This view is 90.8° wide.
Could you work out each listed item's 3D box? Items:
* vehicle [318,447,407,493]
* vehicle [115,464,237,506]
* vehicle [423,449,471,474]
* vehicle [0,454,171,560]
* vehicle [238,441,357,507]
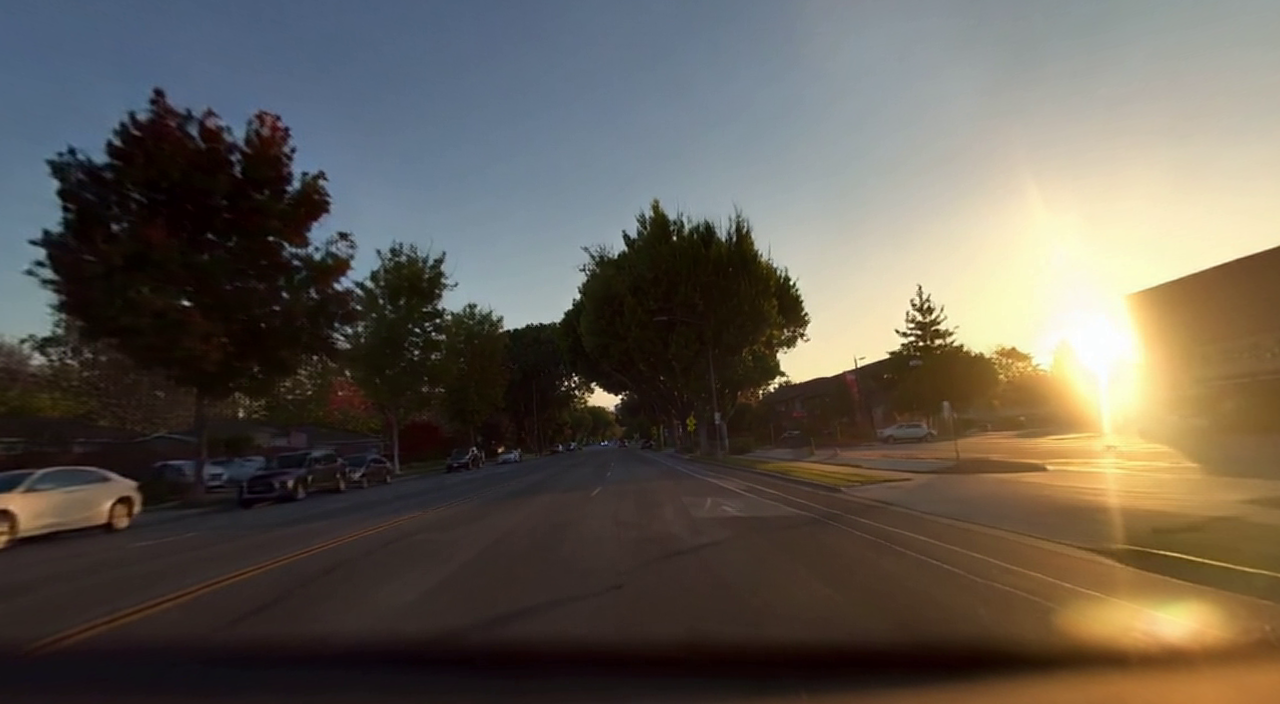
[{"bbox_3d":[-12.162,5.152,28.005,2.076,1.681,4.423,-4,-9,-2],"label":"vehicle"},{"bbox_3d":[-18.162,5.190,25.013,1.963,1.383,3.903,2,-9,-3],"label":"vehicle"},{"bbox_3d":[-12.521,7.113,41.290,1.958,1.457,4.254,0,-8,-2],"label":"vehicle"},{"bbox_3d":[-11.780,2.857,12.087,1.950,1.720,4.868,0,-8,-1],"label":"vehicle"},{"bbox_3d":[-12.064,4.261,22.592,2.015,1.884,4.488,-6,-8,-5],"label":"vehicle"}]
